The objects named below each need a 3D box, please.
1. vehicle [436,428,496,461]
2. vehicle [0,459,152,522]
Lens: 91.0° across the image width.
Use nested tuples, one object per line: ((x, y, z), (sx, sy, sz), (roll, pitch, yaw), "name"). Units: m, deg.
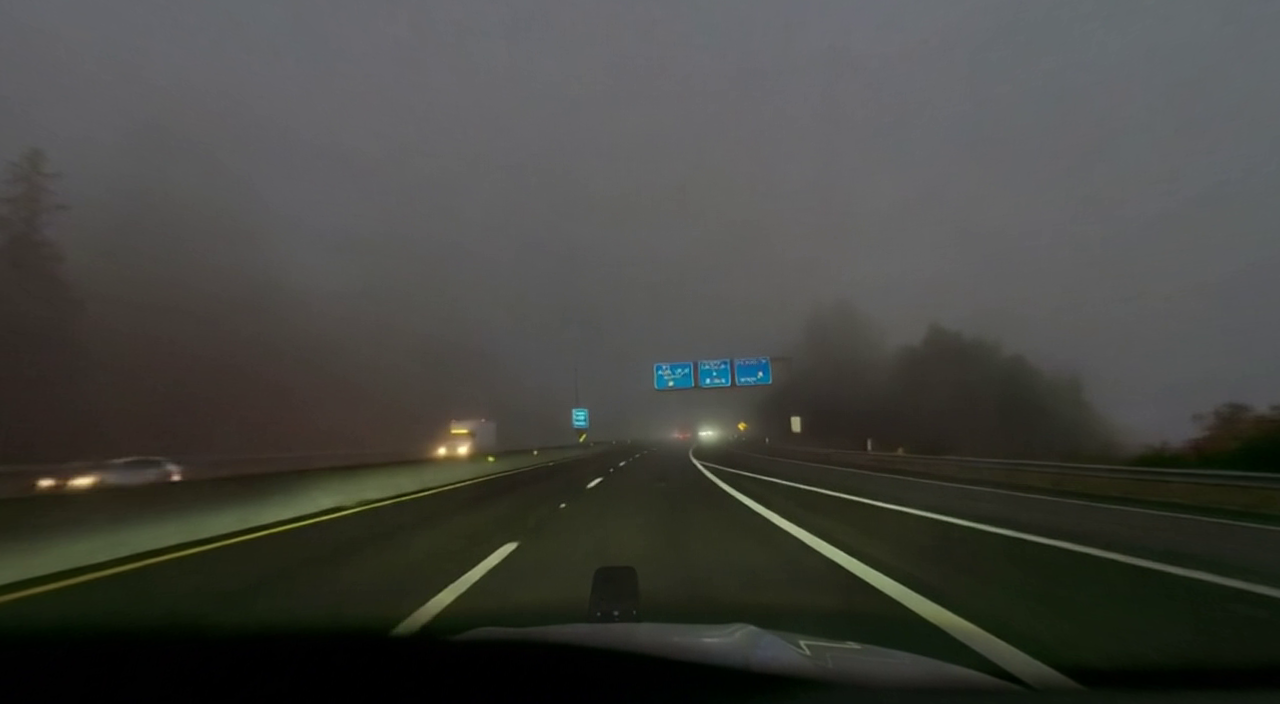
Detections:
((-11.353, 6.061, 41.384), (2.174, 2.049, 5.156), (-1, -8, 4), "vehicle")
((-15.859, 3.717, 17.334), (1.767, 1.405, 3.835), (0, -8, -1), "vehicle")
